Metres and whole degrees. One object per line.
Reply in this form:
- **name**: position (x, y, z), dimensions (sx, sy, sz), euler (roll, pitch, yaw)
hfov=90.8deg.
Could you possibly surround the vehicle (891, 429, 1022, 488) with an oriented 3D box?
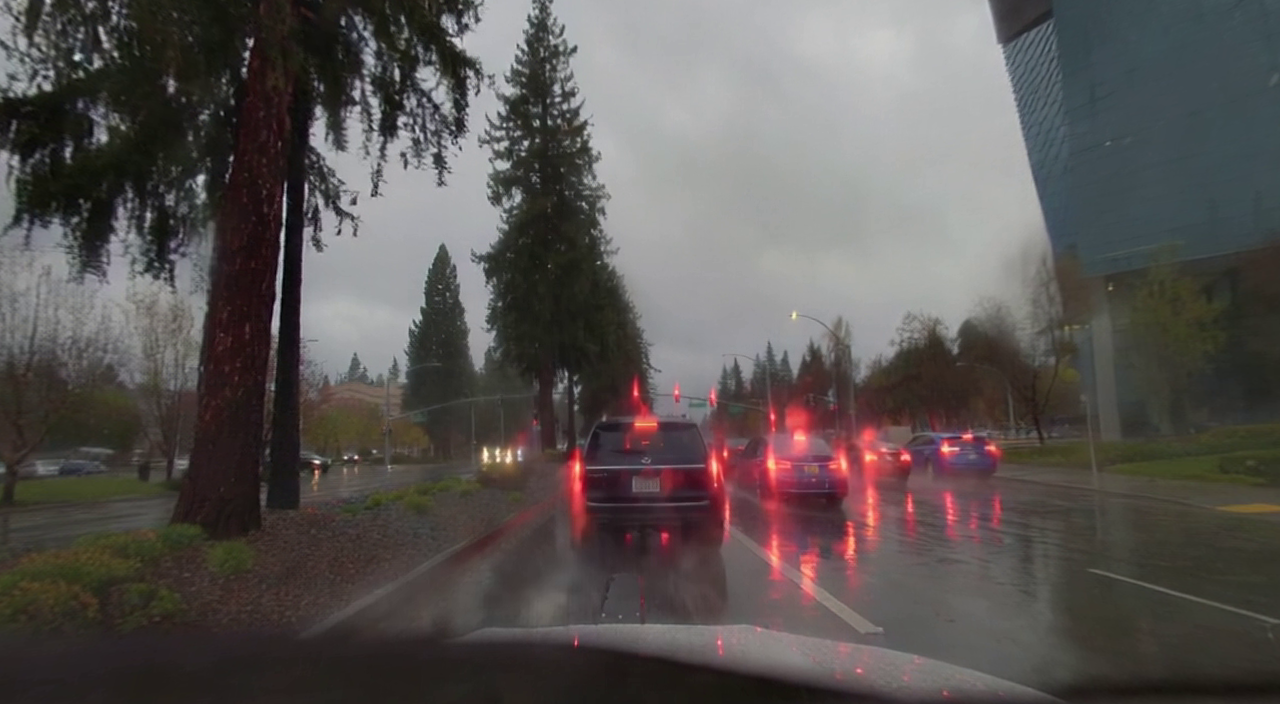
- **vehicle**: position (10.854, 3.697, 22.127), dimensions (2.123, 1.812, 4.553), euler (0, -9, -1)

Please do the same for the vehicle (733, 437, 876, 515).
- **vehicle**: position (3.492, 2.716, 14.386), dimensions (1.997, 1.471, 4.321), euler (0, -9, -1)

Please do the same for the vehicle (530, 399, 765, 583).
- **vehicle**: position (0.062, 1.657, 8.255), dimensions (2.266, 1.762, 4.131), euler (0, -9, 0)
